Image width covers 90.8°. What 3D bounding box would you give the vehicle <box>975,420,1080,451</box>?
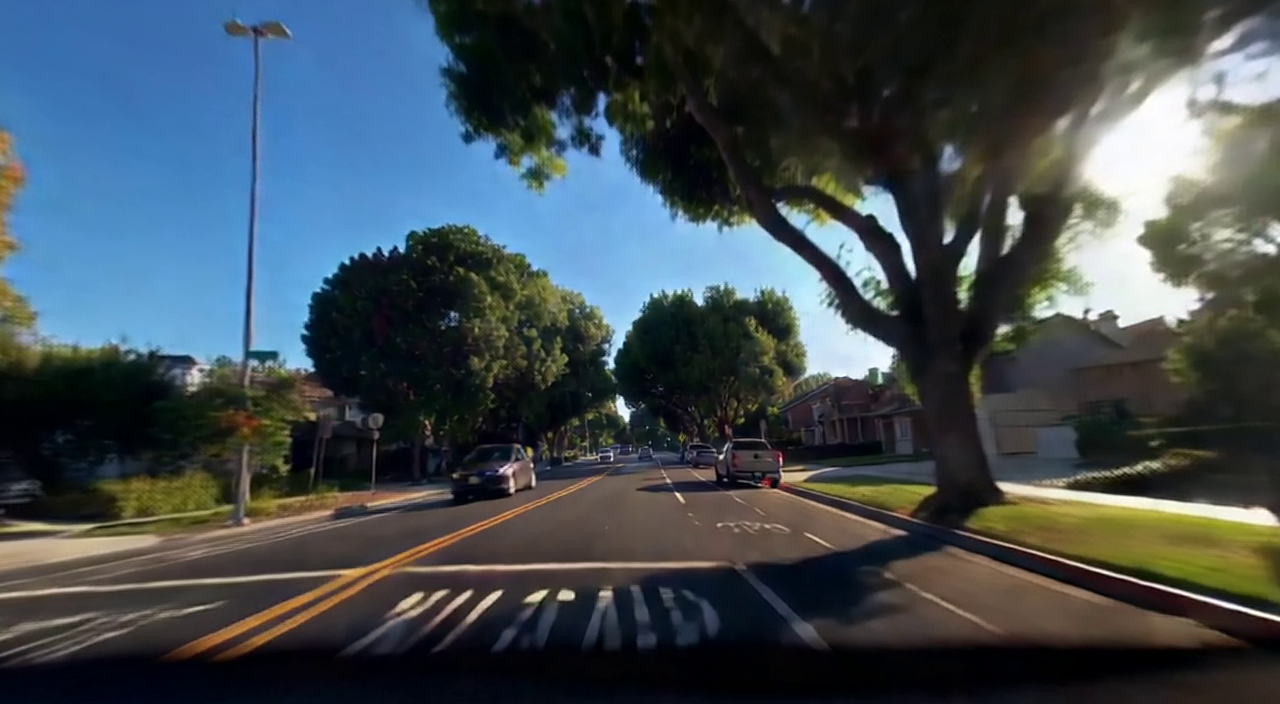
[{"bbox_3d":[22.283,4.841,36.438,4.799,1.678,2.002,1,-9,-4],"label":"vehicle"}]

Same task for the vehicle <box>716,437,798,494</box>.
[{"bbox_3d":[3.903,3.884,22.024,2.087,1.725,4.986,0,-9,2],"label":"vehicle"}]

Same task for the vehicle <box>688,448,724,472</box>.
[{"bbox_3d":[4.219,6.969,41.083,1.874,1.415,4.683,0,-9,0],"label":"vehicle"}]

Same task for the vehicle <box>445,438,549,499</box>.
[{"bbox_3d":[-4.638,3.850,21.432,2.091,1.793,5.296,0,-9,2],"label":"vehicle"}]
